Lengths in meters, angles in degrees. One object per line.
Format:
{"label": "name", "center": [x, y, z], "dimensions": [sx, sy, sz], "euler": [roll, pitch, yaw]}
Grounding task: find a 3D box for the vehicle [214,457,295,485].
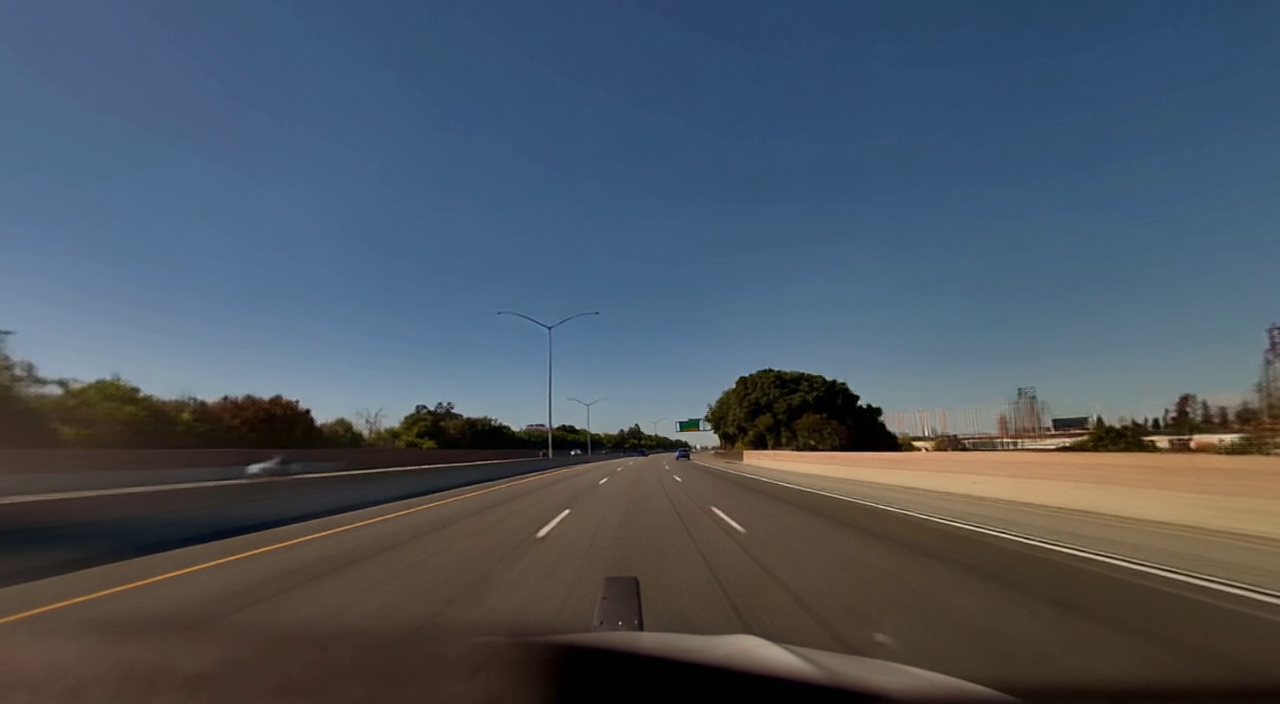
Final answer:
{"label": "vehicle", "center": [-22.953, 7.084, 37.666], "dimensions": [1.908, 1.474, 4.674], "euler": [-1, -9, 0]}
